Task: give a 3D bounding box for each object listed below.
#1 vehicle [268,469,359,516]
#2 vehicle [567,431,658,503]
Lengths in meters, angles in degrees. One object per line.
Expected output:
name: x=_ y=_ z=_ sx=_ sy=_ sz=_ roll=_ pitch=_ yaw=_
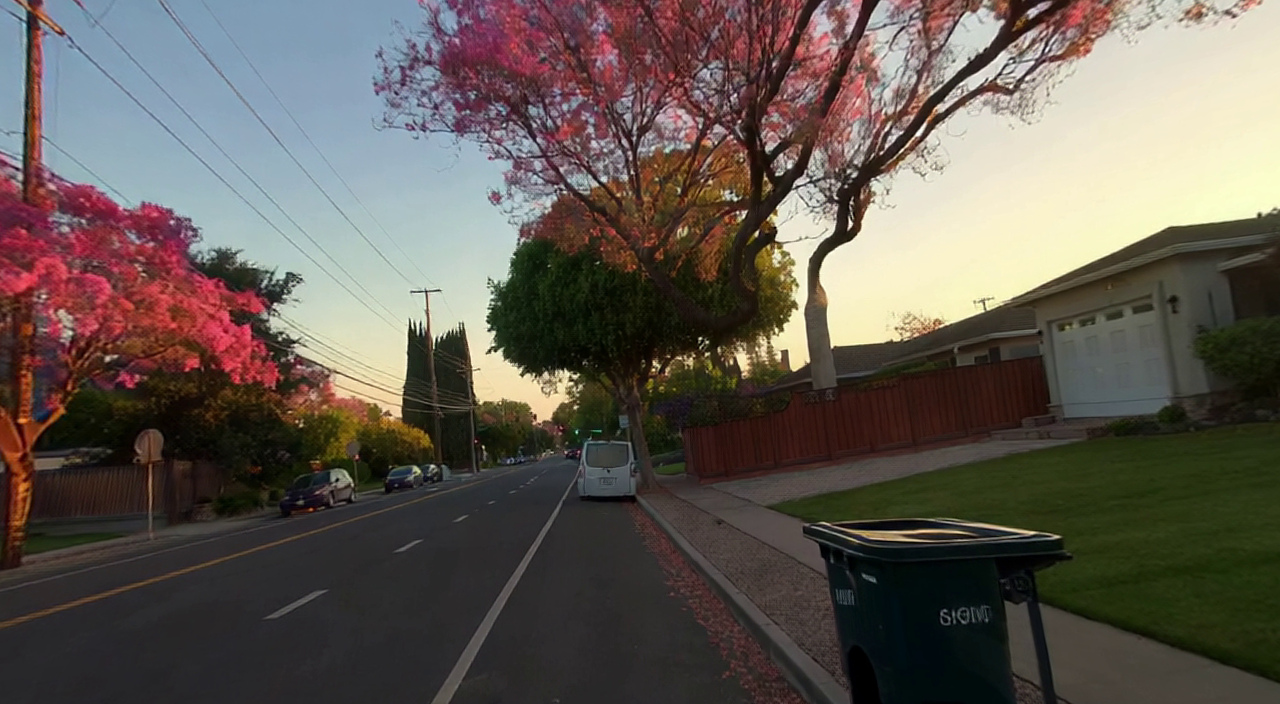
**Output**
vehicle: x=-13.770 y=5.924 z=26.982 sx=1.982 sy=1.660 sz=4.142 roll=1 pitch=-8 yaw=-6
vehicle: x=-0.827 y=3.077 z=17.387 sx=2.190 sy=1.708 sz=4.115 roll=0 pitch=-8 yaw=-4
